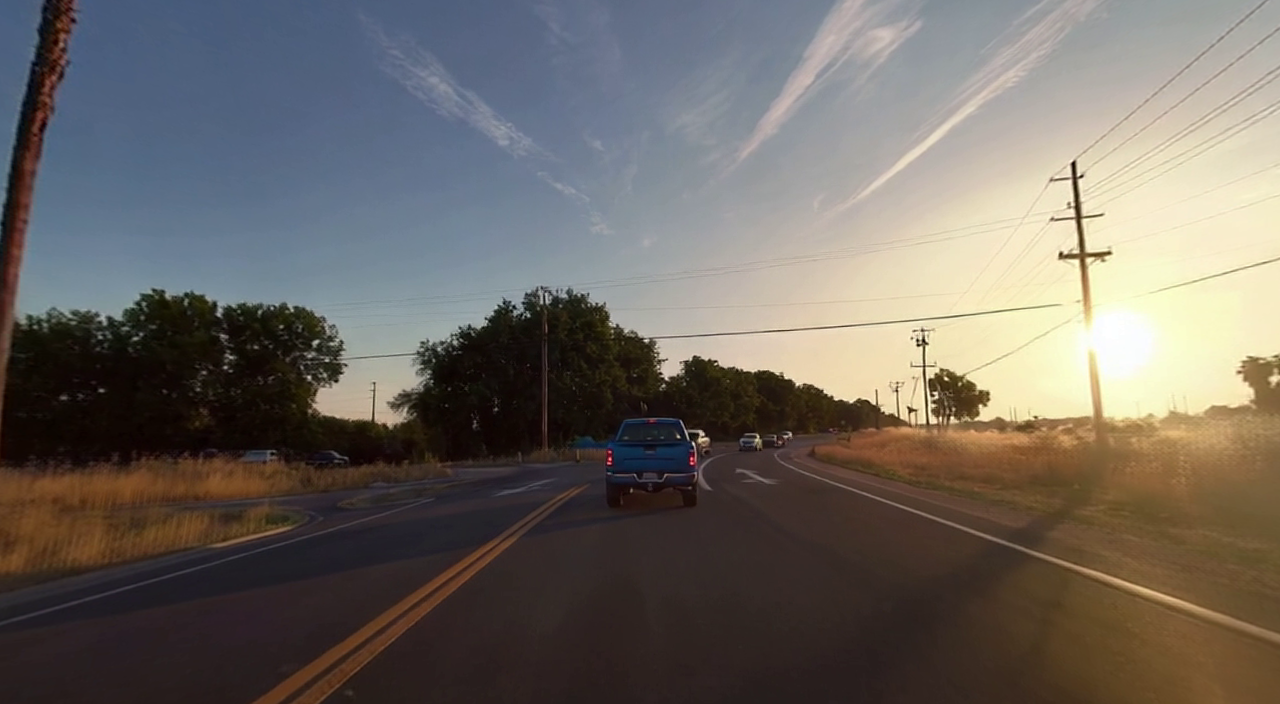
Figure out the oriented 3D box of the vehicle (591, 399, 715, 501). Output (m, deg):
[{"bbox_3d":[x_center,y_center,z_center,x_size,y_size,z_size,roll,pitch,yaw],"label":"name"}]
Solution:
[{"bbox_3d":[0.392,2.572,16.825,2.693,2.223,5.885,0,-8,2],"label":"vehicle"}]
